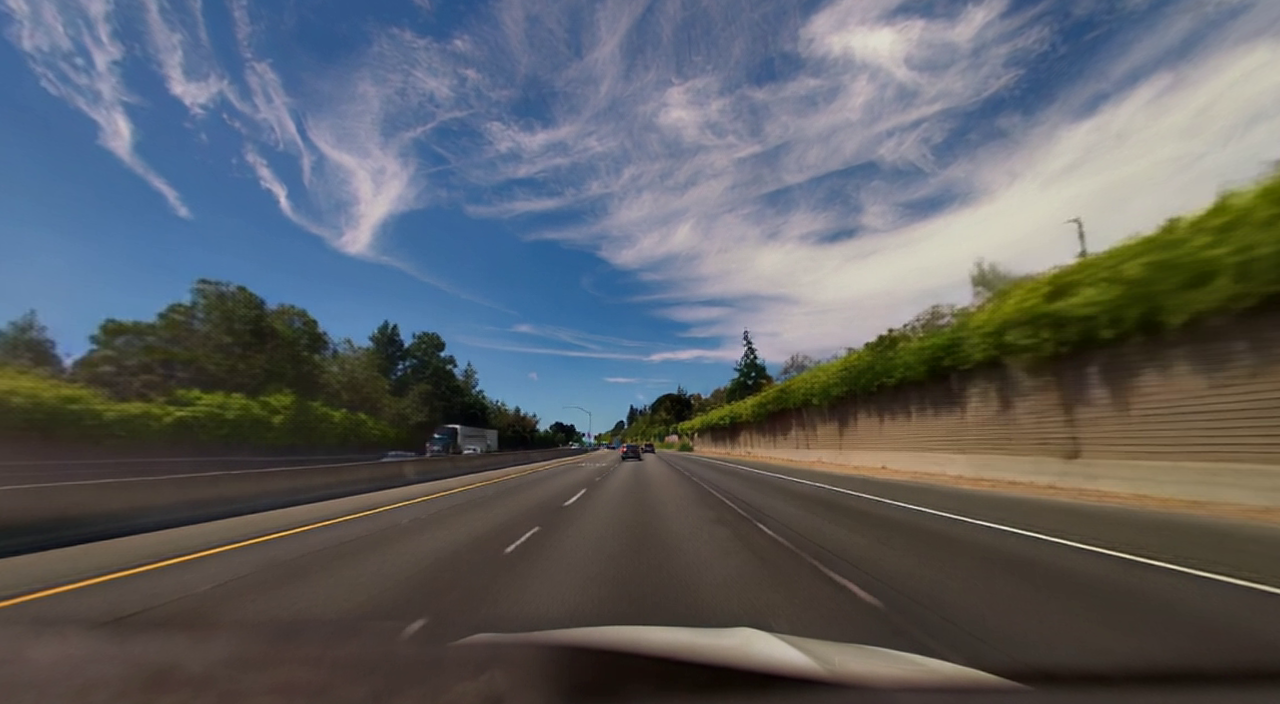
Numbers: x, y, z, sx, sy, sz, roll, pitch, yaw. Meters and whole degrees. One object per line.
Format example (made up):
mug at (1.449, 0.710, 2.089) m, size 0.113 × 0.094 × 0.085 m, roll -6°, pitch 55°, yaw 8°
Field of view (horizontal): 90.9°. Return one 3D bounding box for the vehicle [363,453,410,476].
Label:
vehicle at (-17.047, 7.554, 42.498) m, size 1.622 × 1.431 × 3.611 m, roll 0°, pitch -9°, yaw 0°

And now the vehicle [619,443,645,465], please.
vehicle at (-0.549, 7.481, 46.183) m, size 1.873 × 1.529 × 3.953 m, roll 0°, pitch -9°, yaw 0°
